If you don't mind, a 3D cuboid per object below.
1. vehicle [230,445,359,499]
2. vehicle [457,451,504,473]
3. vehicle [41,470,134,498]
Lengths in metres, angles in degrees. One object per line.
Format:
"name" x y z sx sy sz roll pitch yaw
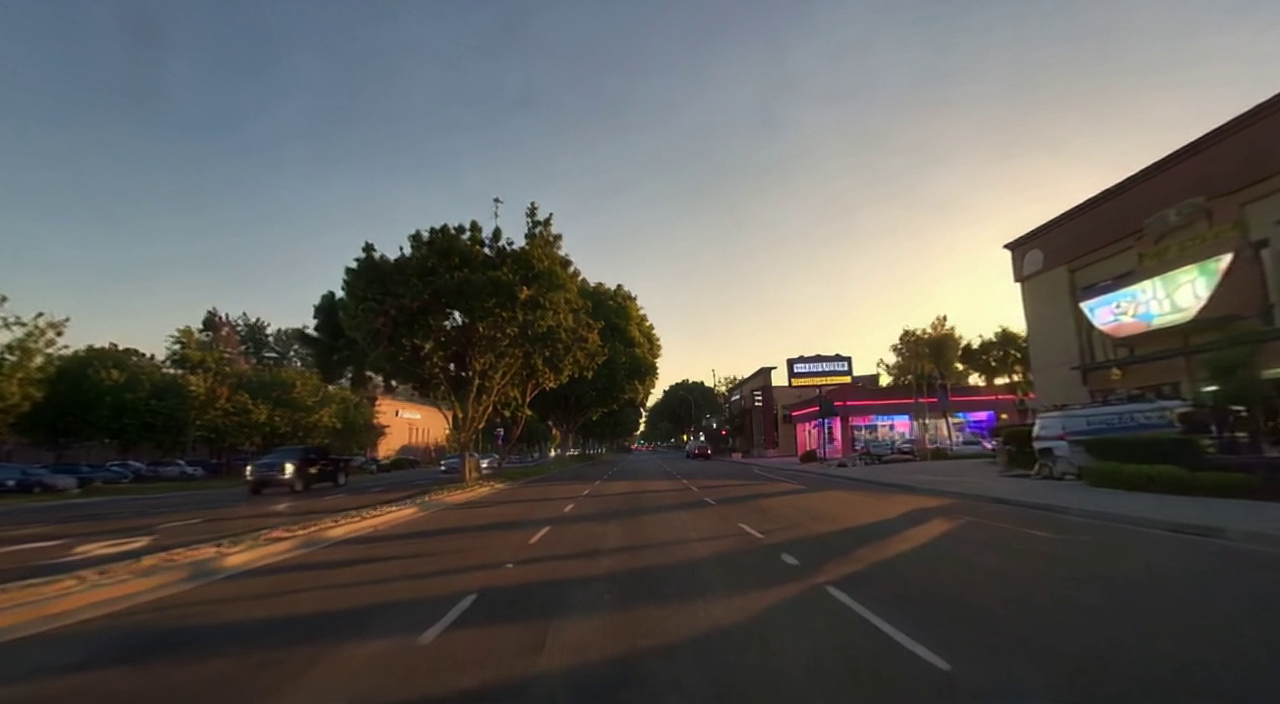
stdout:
"vehicle" -14.731 5.080 27.394 2.315 1.998 5.808 -2 -8 0
"vehicle" -11.383 7.862 45.237 2.241 1.455 4.343 0 -8 0
"vehicle" -31.635 7.551 36.187 3.590 1.441 1.605 2 -9 -15
